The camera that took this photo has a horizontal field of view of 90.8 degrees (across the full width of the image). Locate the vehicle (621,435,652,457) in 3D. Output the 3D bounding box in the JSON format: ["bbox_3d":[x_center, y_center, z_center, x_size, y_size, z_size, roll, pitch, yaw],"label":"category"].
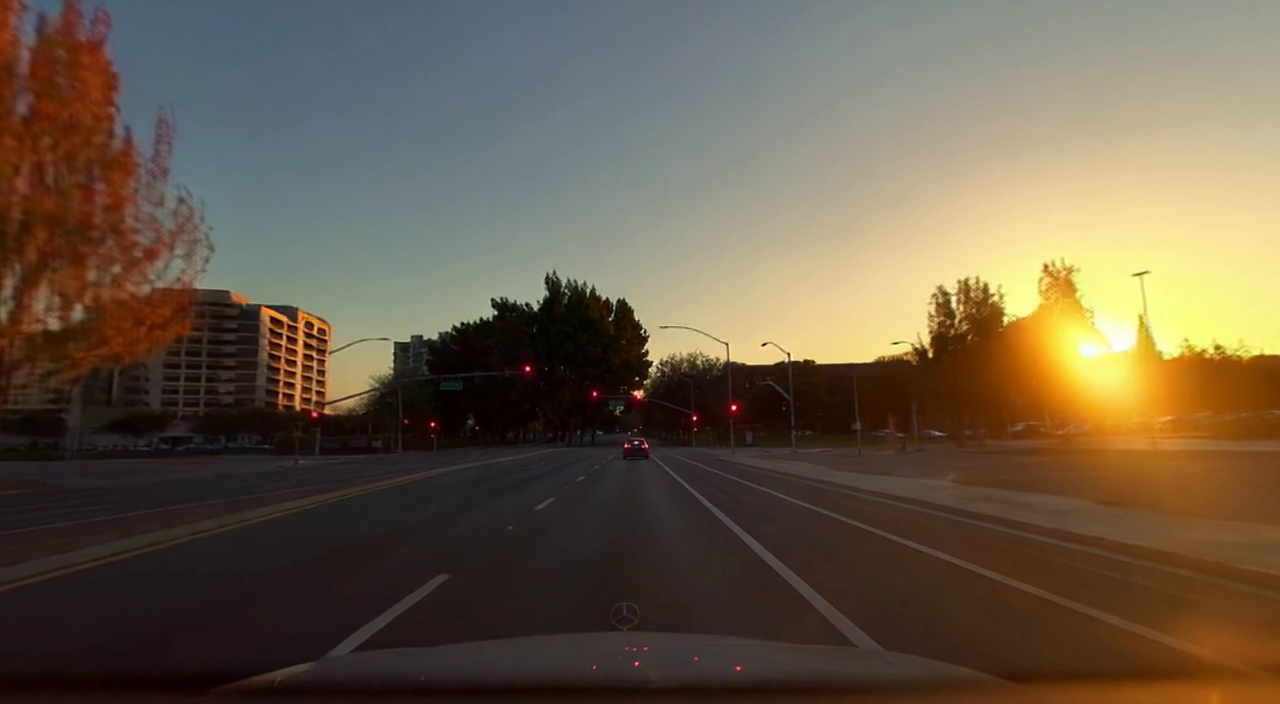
[{"bbox_3d":[-0.255,6.695,45.156,2.107,1.470,3.974,0,-8,-1],"label":"vehicle"}]
